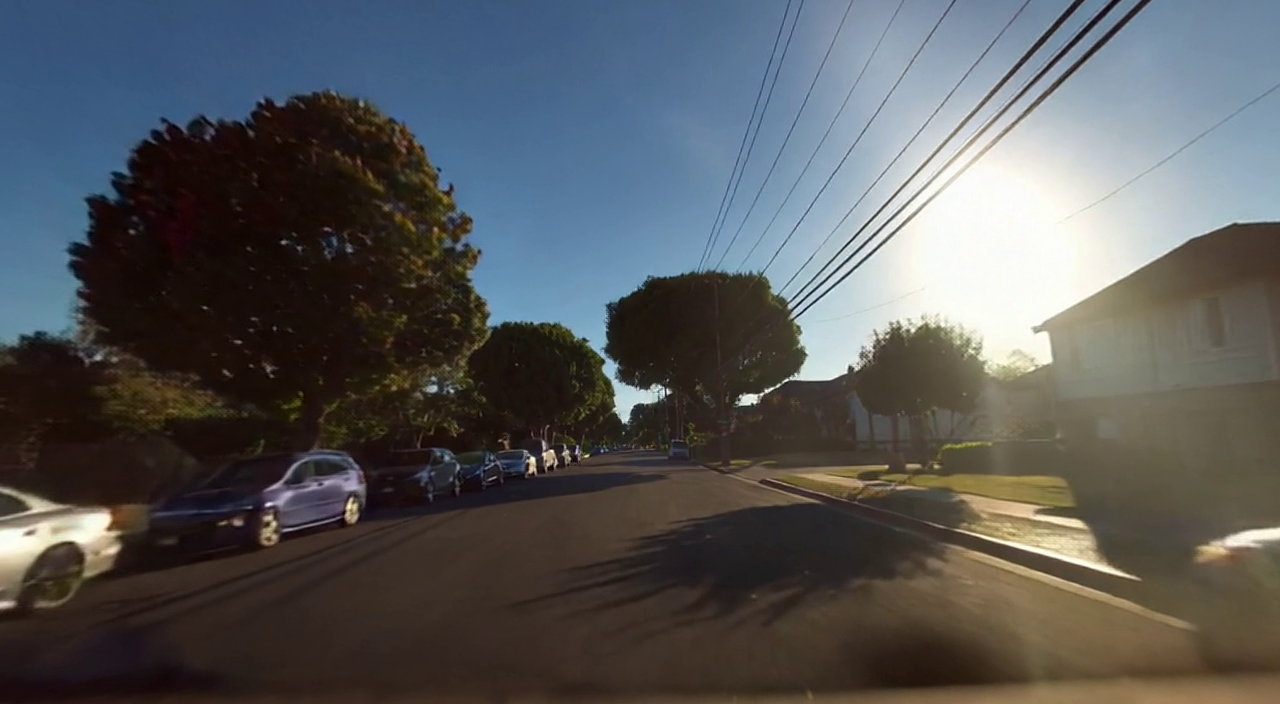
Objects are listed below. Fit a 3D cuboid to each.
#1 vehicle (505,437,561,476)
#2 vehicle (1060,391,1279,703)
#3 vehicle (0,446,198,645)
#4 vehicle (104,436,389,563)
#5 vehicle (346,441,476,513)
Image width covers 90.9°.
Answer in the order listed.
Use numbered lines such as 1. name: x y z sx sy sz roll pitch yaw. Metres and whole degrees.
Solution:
1. vehicle: -6.055 5.972 36.310 2.222 2.022 5.547 0 -8 0
2. vehicle: 3.870 0.815 1.671 2.006 1.607 5.068 0 -9 0
3. vehicle: -6.111 1.489 4.662 2.231 1.492 4.727 1 -8 0
4. vehicle: -6.186 2.297 10.743 1.932 1.673 4.457 0 -8 1
5. vehicle: -6.124 3.335 17.494 1.848 1.698 4.482 0 -8 1
